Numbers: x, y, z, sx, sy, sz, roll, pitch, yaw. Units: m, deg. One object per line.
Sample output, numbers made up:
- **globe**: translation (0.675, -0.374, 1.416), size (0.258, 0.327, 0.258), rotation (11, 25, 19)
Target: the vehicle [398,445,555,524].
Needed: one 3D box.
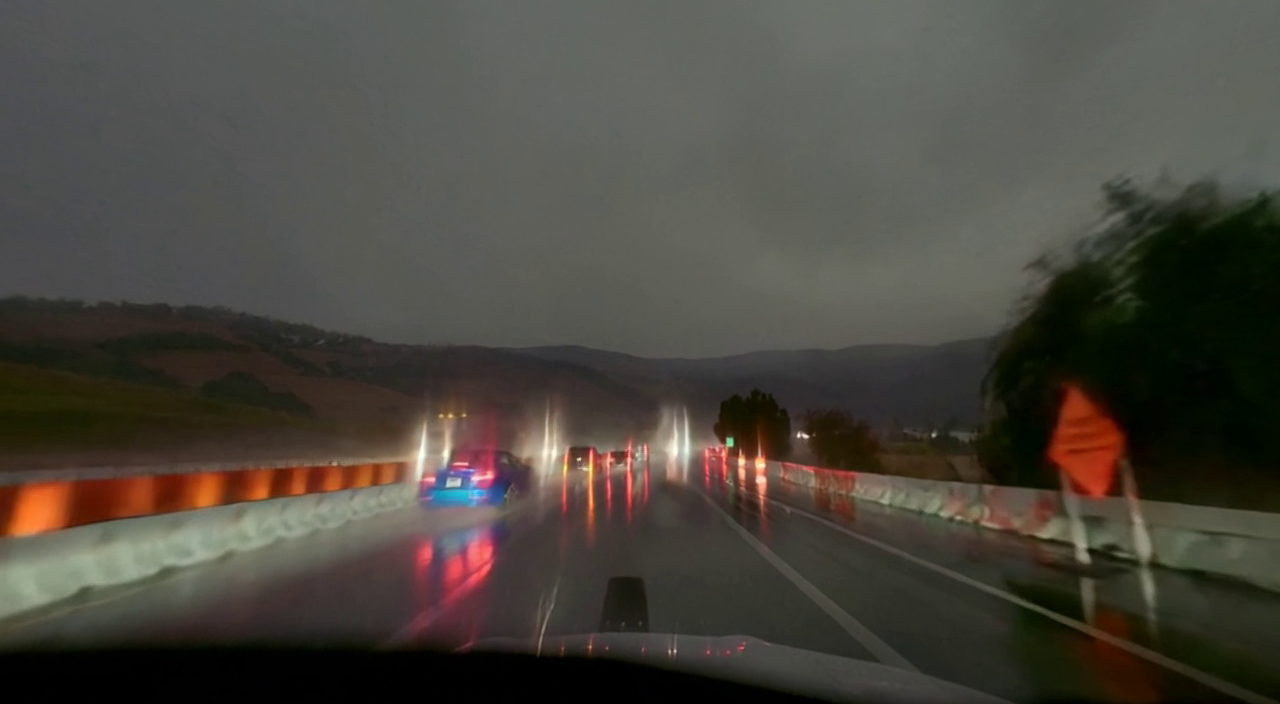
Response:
- **vehicle**: translation (-3.085, 2.602, 12.868), size (2.061, 1.330, 3.928), rotation (0, -9, 1)

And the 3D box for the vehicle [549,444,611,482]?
- **vehicle**: translation (-2.441, 4.664, 26.678), size (2.094, 1.480, 4.124), rotation (-1, -9, 2)
